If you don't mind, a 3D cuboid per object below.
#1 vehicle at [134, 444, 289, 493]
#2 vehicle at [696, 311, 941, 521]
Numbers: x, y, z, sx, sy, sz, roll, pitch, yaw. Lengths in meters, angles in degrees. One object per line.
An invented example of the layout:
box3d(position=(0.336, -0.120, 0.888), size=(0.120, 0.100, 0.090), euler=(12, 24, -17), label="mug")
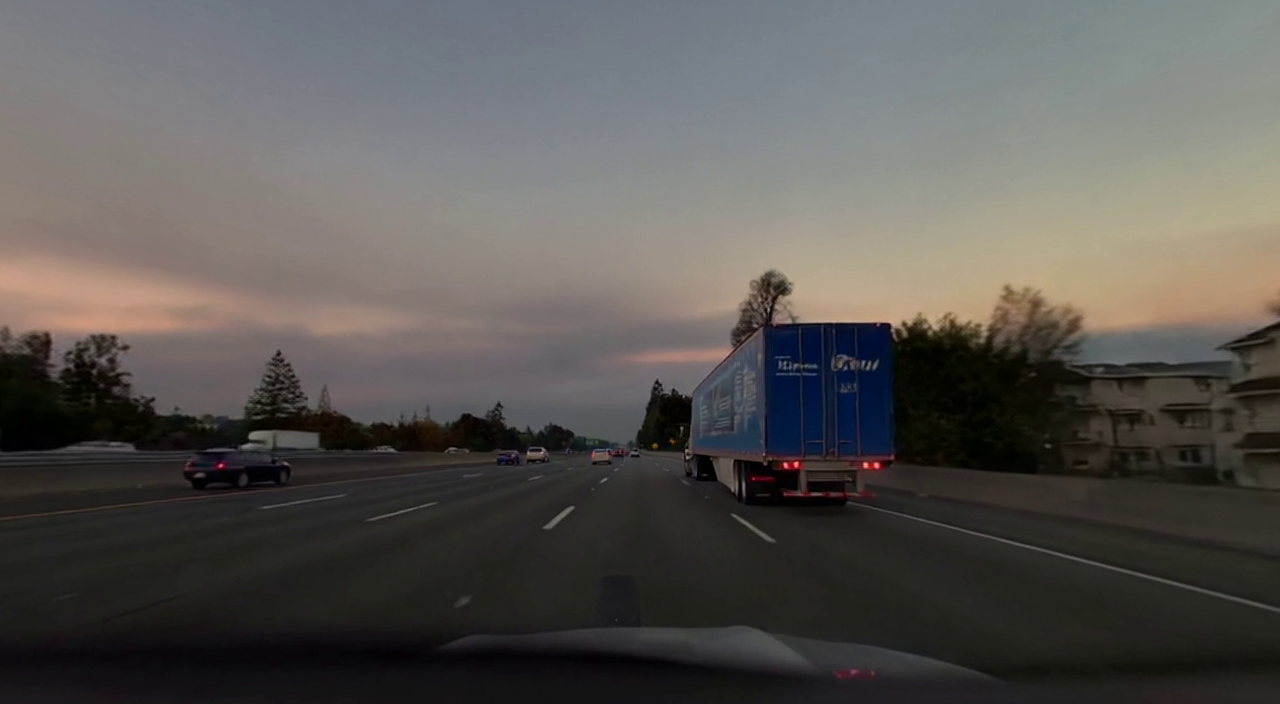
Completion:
box3d(position=(-14.434, 3.922, 21.715), size=(1.982, 1.471, 4.747), euler=(0, -9, 0), label="vehicle")
box3d(position=(4.140, 2.367, 20.090), size=(3.140, 4.100, 15.551), euler=(0, -9, 0), label="vehicle")
